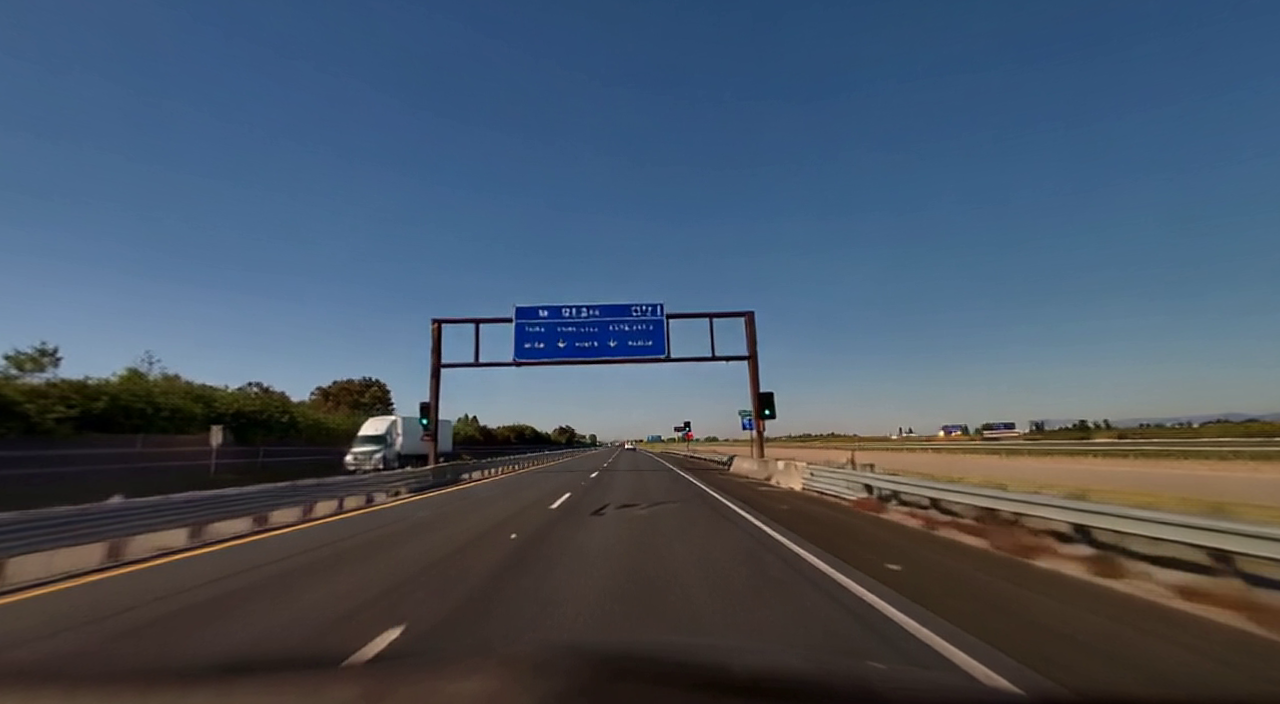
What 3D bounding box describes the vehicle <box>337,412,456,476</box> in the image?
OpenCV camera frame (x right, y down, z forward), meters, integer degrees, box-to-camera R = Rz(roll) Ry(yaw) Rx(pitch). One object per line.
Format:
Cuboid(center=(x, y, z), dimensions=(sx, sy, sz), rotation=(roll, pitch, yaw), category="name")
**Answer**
Cuboid(center=(-17.319, 6.751, 46.452), dimensions=(3.238, 3.929, 13.277), rotation=(-1, -8, 1), category="vehicle")
